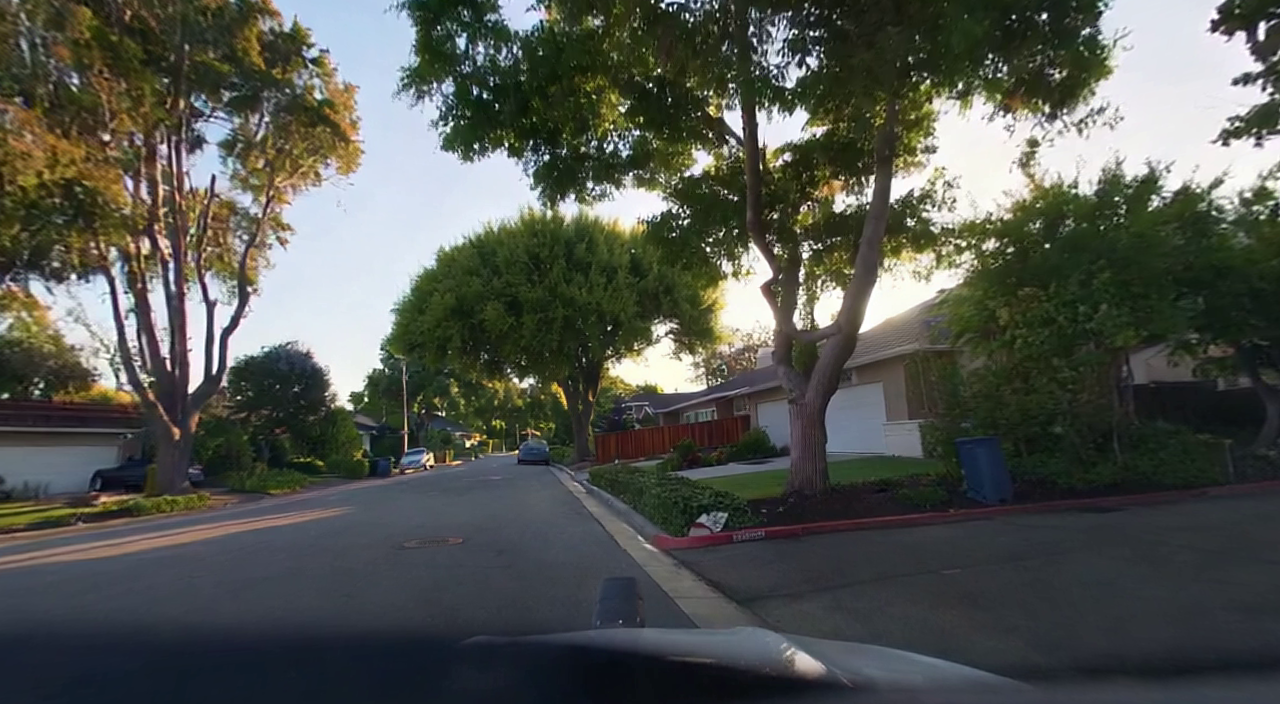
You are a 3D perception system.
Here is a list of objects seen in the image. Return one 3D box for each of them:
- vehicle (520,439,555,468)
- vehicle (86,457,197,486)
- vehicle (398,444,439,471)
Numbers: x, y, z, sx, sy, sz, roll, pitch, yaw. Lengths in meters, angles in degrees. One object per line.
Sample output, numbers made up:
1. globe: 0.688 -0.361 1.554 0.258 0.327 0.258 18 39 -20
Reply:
1. vehicle: -6.550 6.398 39.967 2.005 1.553 3.984 -3 -8 -12
2. vehicle: -27.648 6.608 35.163 4.404 1.495 1.844 1 -9 -9
3. vehicle: -16.794 7.988 48.073 2.208 1.834 4.675 -3 -8 -11
